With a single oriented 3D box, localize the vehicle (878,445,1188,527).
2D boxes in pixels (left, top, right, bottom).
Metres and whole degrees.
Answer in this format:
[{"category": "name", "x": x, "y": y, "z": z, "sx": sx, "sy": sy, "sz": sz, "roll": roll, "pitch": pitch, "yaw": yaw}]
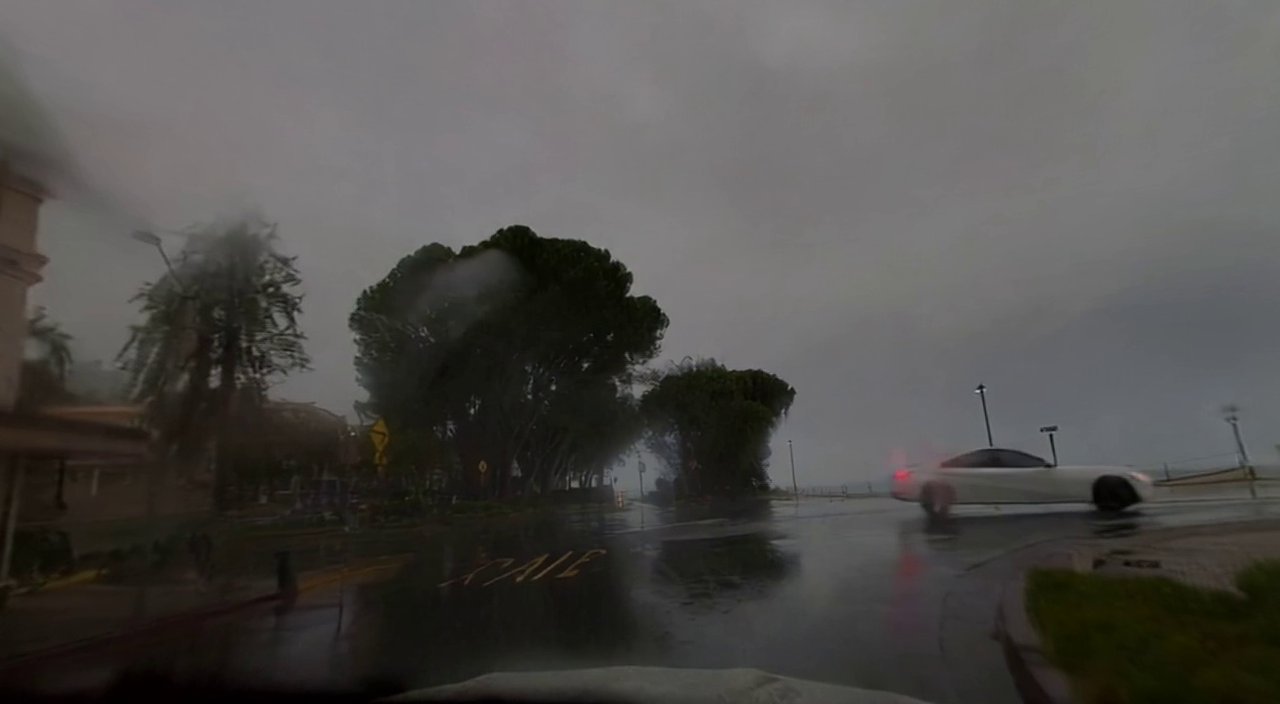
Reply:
[{"category": "vehicle", "x": 8.271, "y": 2.803, "z": 13.886, "sx": 5.323, "sy": 1.479, "sz": 2.112, "roll": -5, "pitch": -10, "yaw": 31}]
